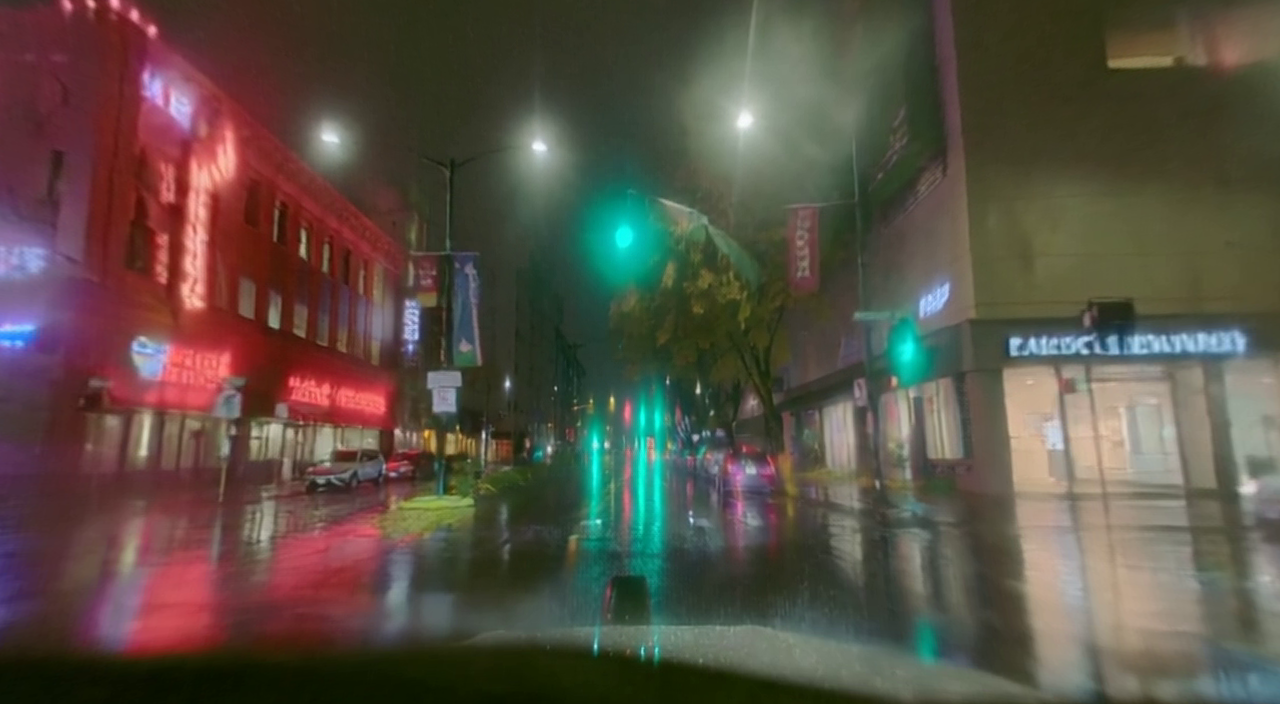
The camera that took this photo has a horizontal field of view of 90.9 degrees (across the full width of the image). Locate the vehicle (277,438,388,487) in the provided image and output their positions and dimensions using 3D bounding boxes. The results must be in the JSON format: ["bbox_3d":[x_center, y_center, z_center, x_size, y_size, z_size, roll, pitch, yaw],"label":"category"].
[{"bbox_3d":[-12.403,4.380,25.336,4.447,1.790,2.206,-7,-11,38],"label":"vehicle"}]

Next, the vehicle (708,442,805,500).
[{"bbox_3d":[3.422,3.581,19.421,2.120,1.560,4.402,0,-8,0],"label":"vehicle"}]
